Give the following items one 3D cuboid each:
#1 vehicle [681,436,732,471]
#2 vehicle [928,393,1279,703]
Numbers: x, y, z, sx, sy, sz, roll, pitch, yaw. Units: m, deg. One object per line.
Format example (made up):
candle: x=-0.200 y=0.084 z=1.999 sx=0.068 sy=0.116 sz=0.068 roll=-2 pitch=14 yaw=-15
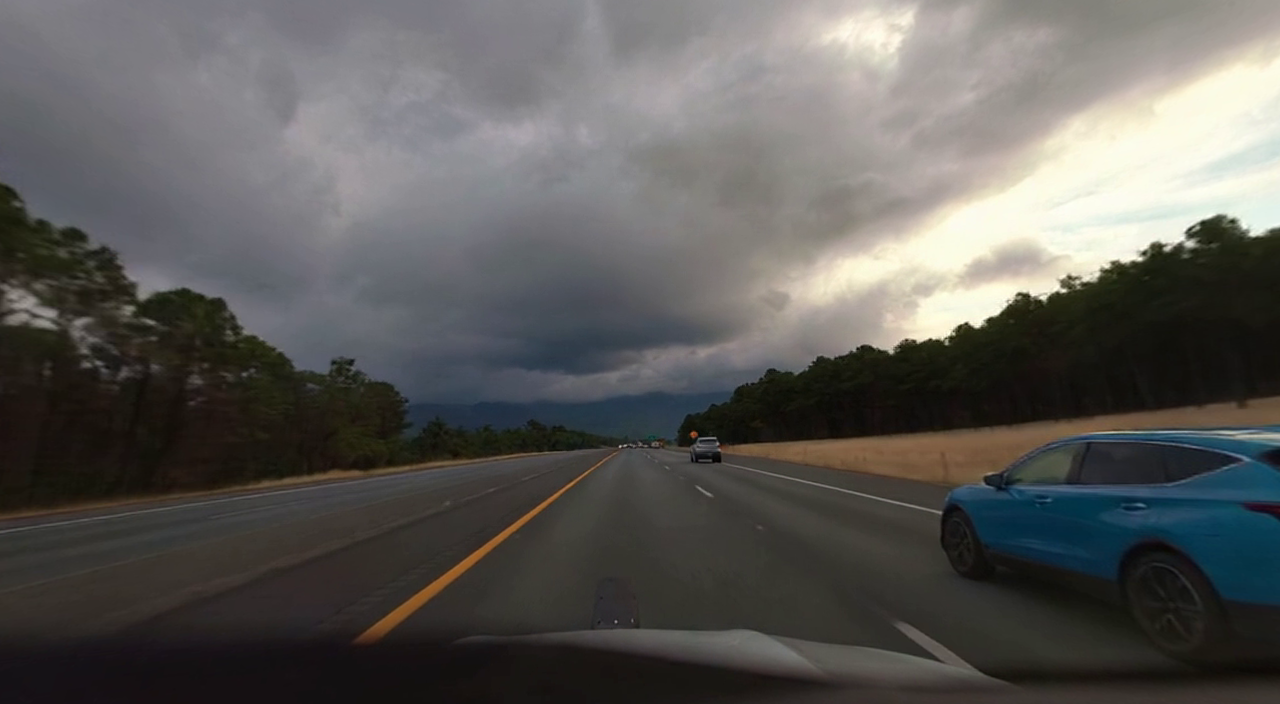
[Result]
vehicle: x=3.364 y=5.215 z=32.699 sx=2.043 sy=1.673 sz=4.016 roll=0 pitch=-8 yaw=-2
vehicle: x=3.848 y=1.091 z=3.936 sx=1.999 sy=1.501 sz=4.221 roll=0 pitch=-8 yaw=-1
